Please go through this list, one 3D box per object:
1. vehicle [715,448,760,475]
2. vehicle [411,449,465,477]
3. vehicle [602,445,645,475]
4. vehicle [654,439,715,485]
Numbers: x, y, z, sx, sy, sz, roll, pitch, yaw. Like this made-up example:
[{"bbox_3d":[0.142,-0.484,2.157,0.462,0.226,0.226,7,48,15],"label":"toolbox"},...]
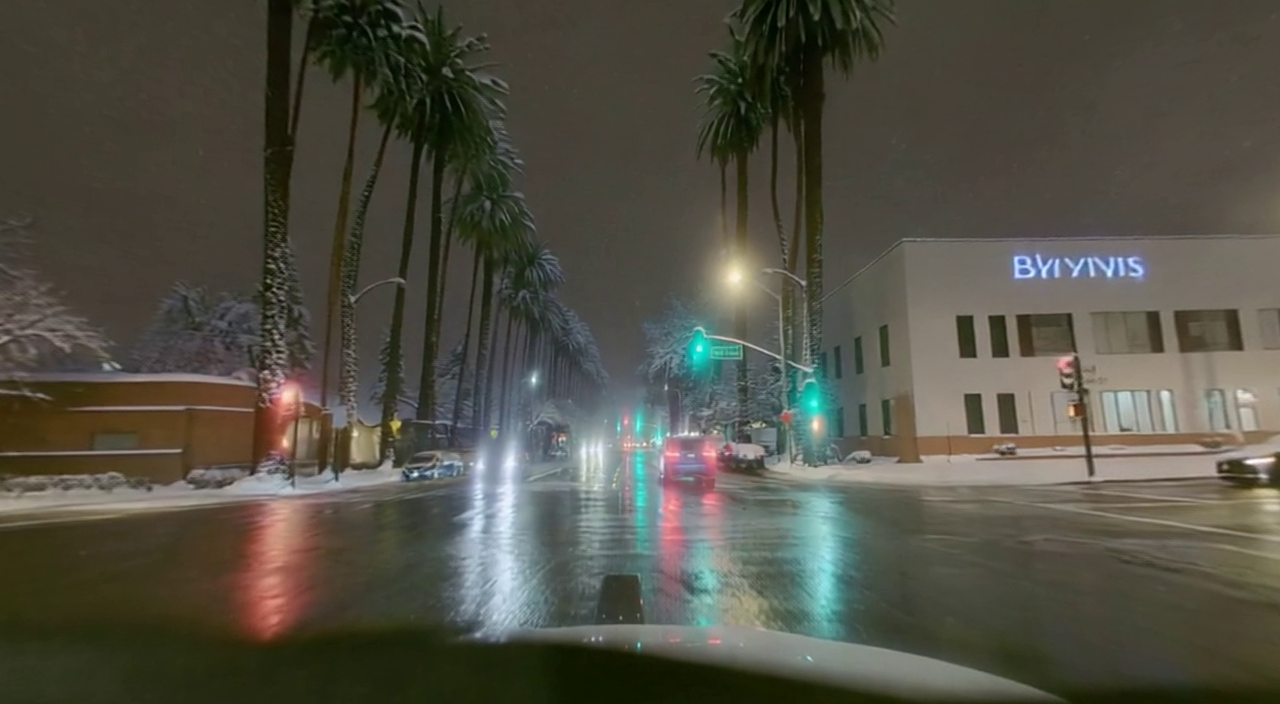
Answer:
[{"bbox_3d":[5.658,6.414,37.295,1.860,1.479,4.676,0,-8,-1],"label":"vehicle"},{"bbox_3d":[-13.586,7.456,42.799,2.084,1.747,4.481,0,-8,1],"label":"vehicle"},{"bbox_3d":[-0.875,5.556,32.734,2.088,1.452,3.993,0,-8,-2],"label":"vehicle"},{"bbox_3d":[1.733,4.500,26.176,2.003,1.702,4.288,0,-8,-3],"label":"vehicle"}]
